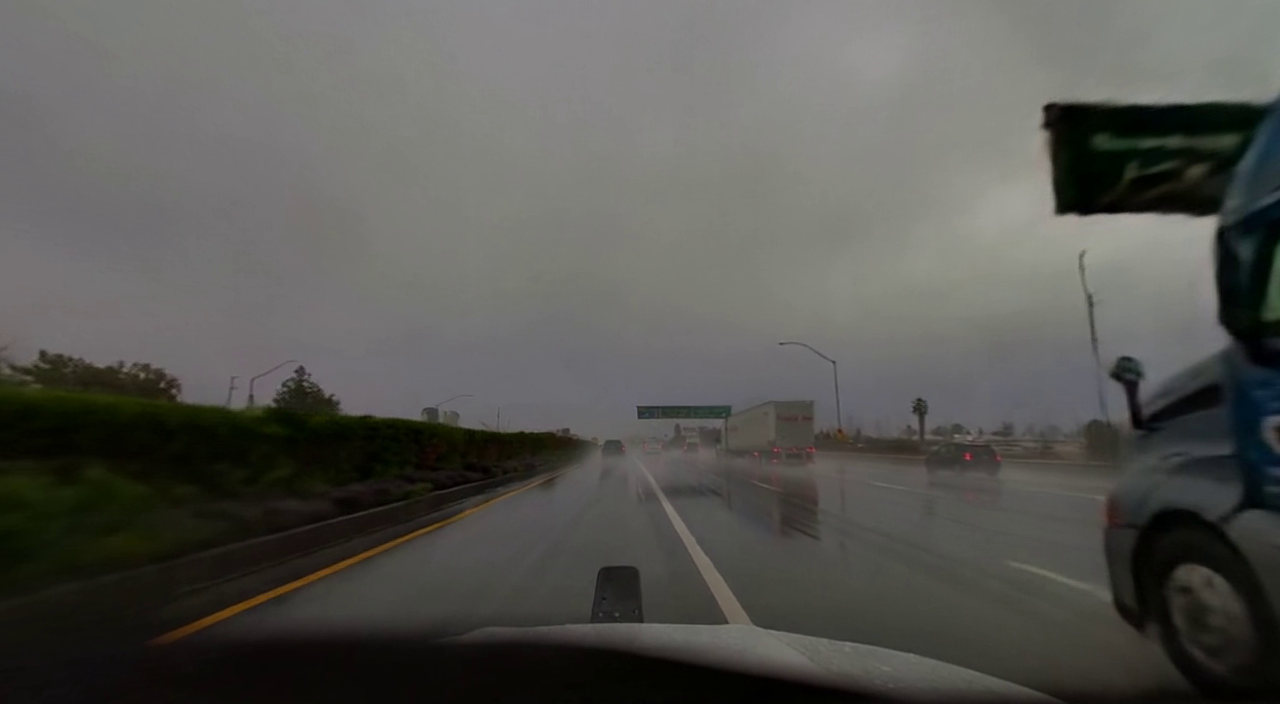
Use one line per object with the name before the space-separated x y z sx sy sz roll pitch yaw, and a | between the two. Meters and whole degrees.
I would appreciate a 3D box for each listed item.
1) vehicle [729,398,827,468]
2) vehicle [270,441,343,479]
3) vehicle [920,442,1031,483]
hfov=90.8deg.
vehicle | 9.328 6.016 45.820 2.892 4.128 16.495 0 -9 -2
vehicle | -25.397 8.214 48.431 2.457 2.683 5.902 0 -8 -1
vehicle | 13.122 4.311 25.069 1.862 1.462 4.459 0 -9 -2
